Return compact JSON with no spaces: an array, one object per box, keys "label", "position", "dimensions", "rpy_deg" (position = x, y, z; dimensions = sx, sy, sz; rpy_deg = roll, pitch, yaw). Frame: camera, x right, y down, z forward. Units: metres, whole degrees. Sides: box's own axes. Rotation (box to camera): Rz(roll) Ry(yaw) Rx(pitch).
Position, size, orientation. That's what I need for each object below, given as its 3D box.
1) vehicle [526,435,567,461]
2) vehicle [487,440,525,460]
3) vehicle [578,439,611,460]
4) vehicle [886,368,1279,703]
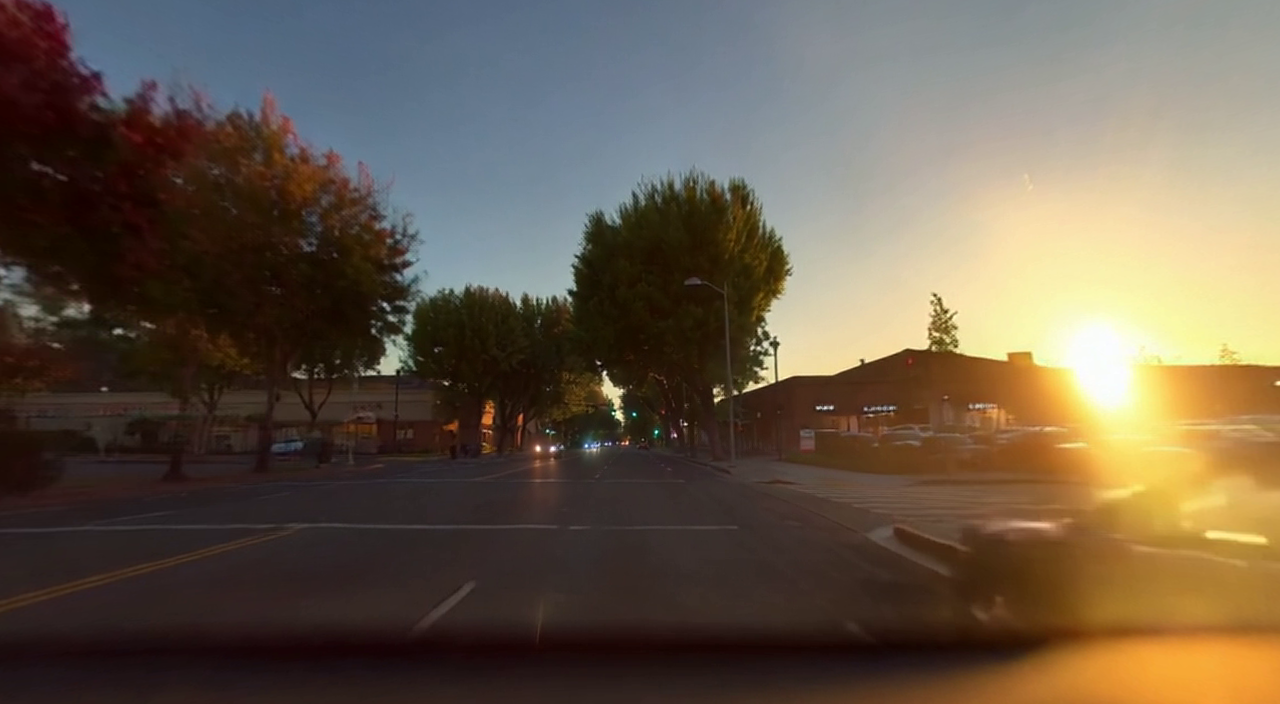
[{"label":"vehicle","position":[-6.977,7.159,47.421],"dimensions":[2.322,1.819,4.651],"rpy_deg":[0,-8,0]},{"label":"vehicle","position":[-10.441,7.659,49.581],"dimensions":[2.012,1.429,4.462],"rpy_deg":[0,-8,0]},{"label":"vehicle","position":[-3.328,7.221,46.941],"dimensions":[2.122,1.469,4.388],"rpy_deg":[0,-8,0]},{"label":"vehicle","position":[2.654,0.795,1.603],"dimensions":[2.034,1.491,4.618],"rpy_deg":[1,-8,-2]}]
